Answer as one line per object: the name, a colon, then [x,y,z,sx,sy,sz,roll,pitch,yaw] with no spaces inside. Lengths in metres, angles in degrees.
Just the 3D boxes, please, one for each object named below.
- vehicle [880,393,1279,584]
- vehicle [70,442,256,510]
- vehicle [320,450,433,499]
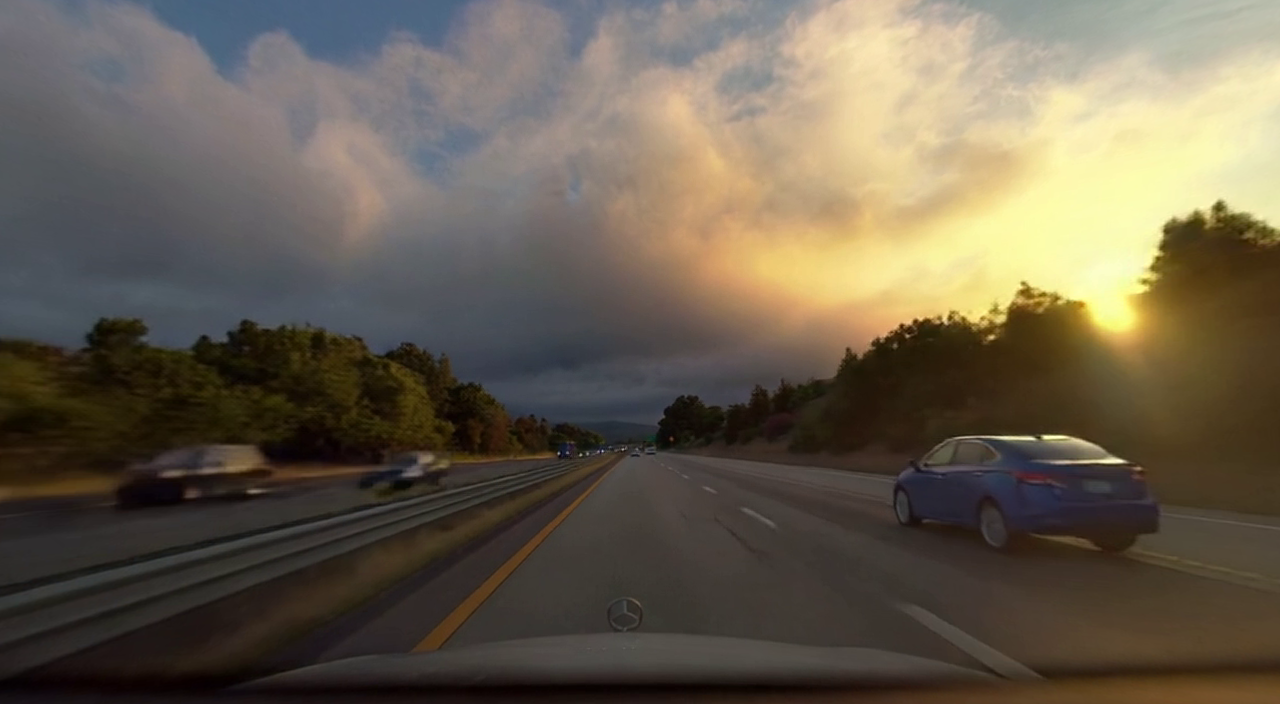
vehicle: [5.201,1.646,8.337,2.117,1.783,4.627,0,-9,-1]
vehicle: [-13.197,3.426,17.825,2.024,1.663,4.158,0,-9,-1]
vehicle: [-8.798,4.103,21.490,2.036,1.482,4.349,0,-9,-1]
